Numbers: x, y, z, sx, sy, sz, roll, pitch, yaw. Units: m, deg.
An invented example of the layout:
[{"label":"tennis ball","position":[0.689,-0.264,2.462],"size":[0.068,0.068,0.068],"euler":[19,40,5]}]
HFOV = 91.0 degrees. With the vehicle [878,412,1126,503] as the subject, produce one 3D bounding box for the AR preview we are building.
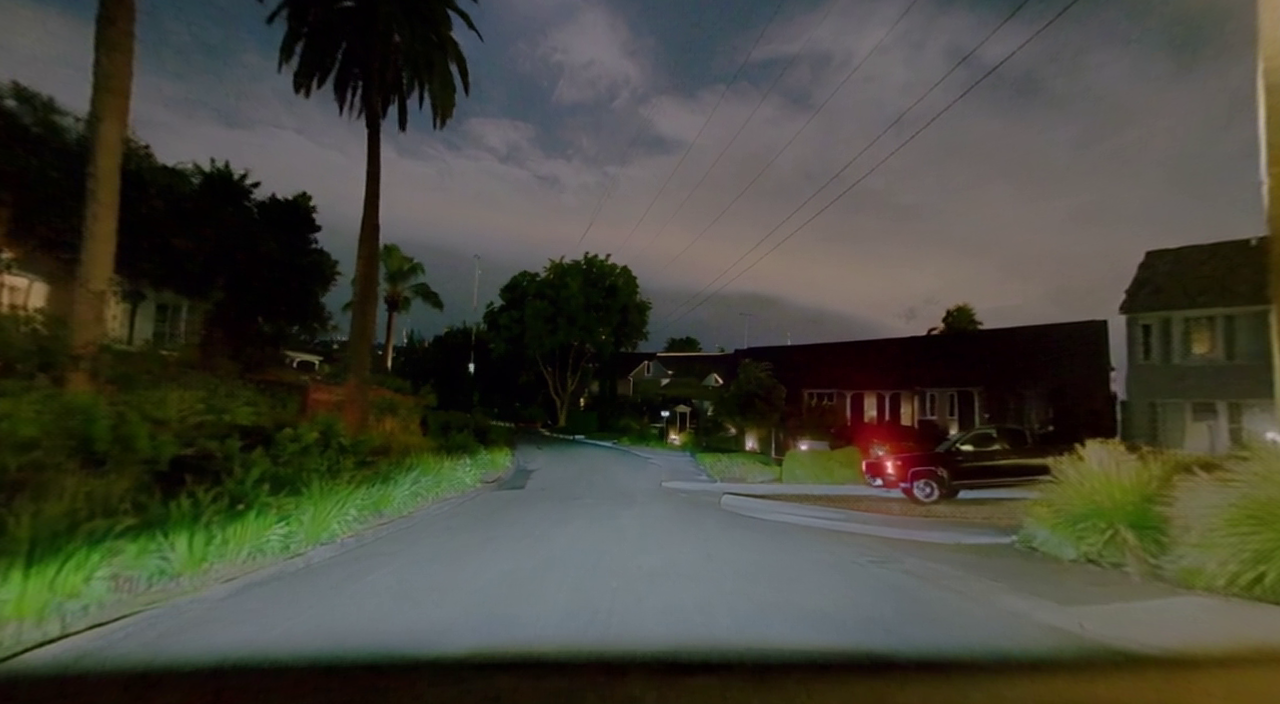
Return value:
[{"label":"vehicle","position":[8.915,2.620,15.513],"size":[5.663,1.913,2.170],"euler":[5,-10,-23]}]
